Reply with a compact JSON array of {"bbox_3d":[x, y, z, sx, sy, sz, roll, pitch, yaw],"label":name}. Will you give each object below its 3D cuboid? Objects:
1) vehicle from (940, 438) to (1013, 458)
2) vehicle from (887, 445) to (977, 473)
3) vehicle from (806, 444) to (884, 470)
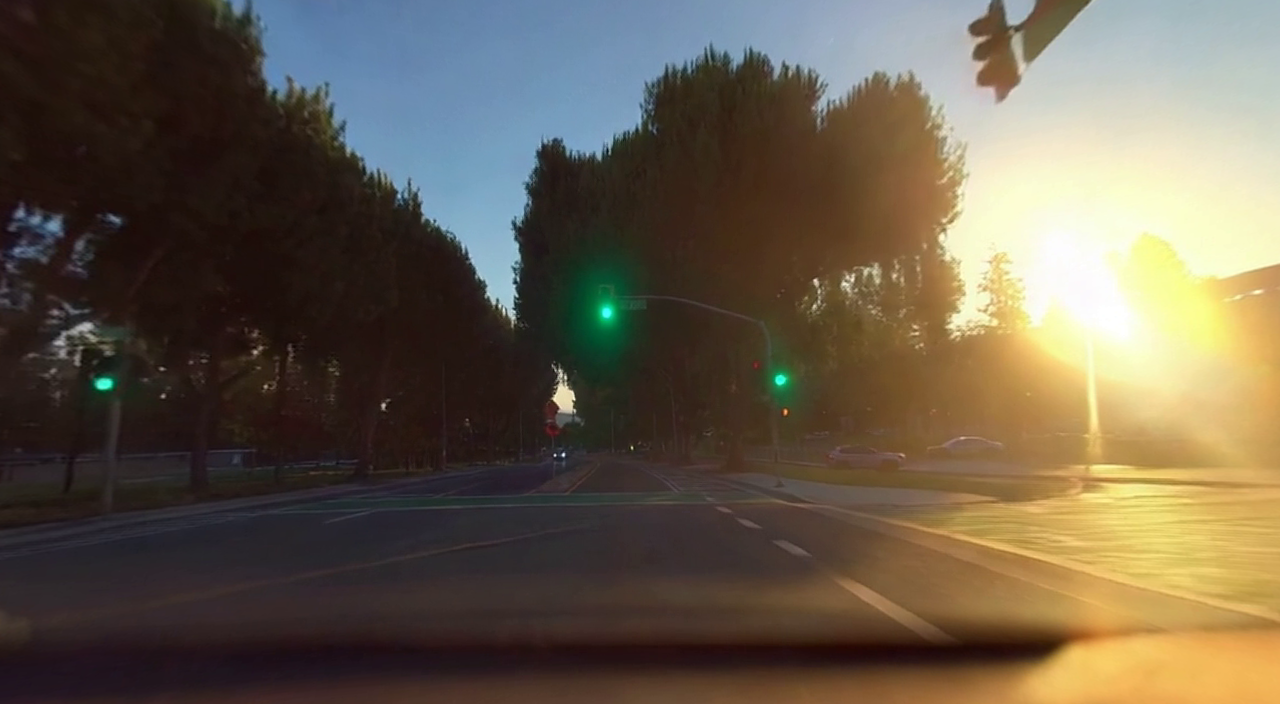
[{"bbox_3d":[26.373,7.564,49.615,4.603,1.484,1.891,0,-10,-1],"label":"vehicle"},{"bbox_3d":[15.246,5.619,33.138,3.914,1.415,1.626,0,-9,2],"label":"vehicle"},{"bbox_3d":[14.035,7.242,43.494,4.725,1.716,2.003,0,-11,4],"label":"vehicle"}]
